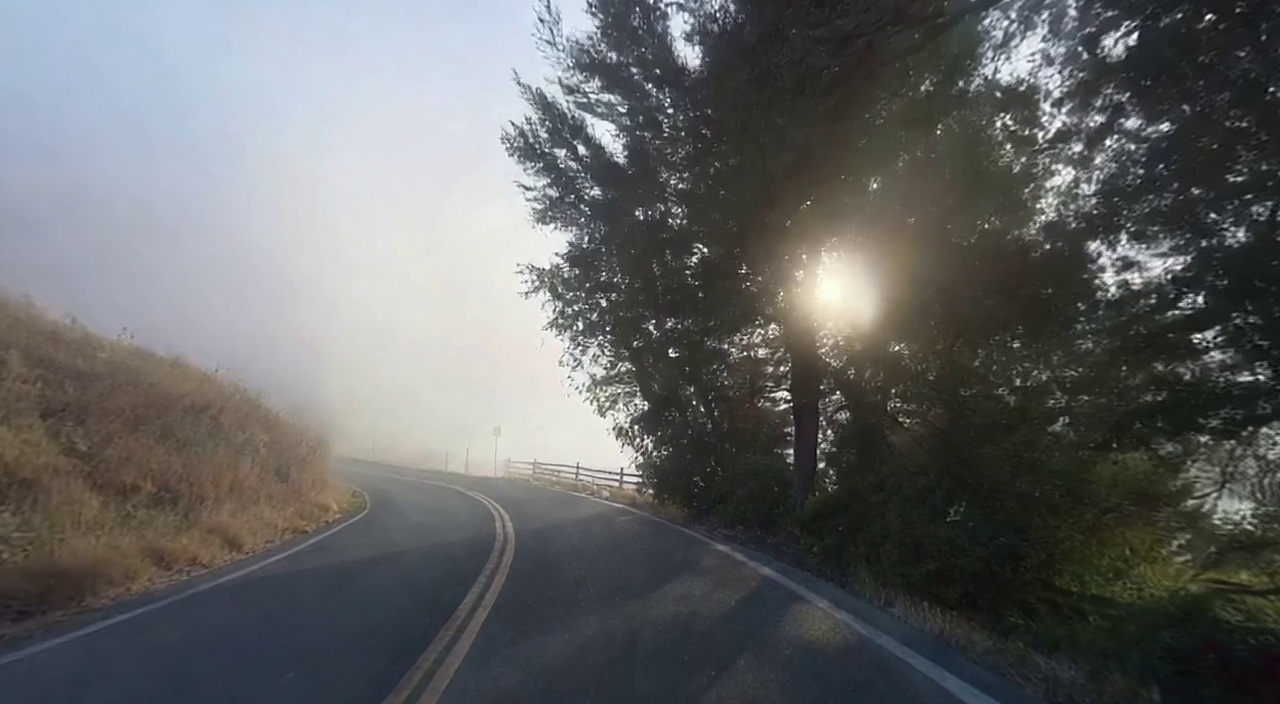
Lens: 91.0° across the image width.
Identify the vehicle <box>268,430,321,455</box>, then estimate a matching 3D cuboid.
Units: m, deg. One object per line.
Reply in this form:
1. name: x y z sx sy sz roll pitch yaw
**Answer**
1. vehicle: -26.983 7.058 49.102 4.241 1.562 2.075 -3 -11 41
